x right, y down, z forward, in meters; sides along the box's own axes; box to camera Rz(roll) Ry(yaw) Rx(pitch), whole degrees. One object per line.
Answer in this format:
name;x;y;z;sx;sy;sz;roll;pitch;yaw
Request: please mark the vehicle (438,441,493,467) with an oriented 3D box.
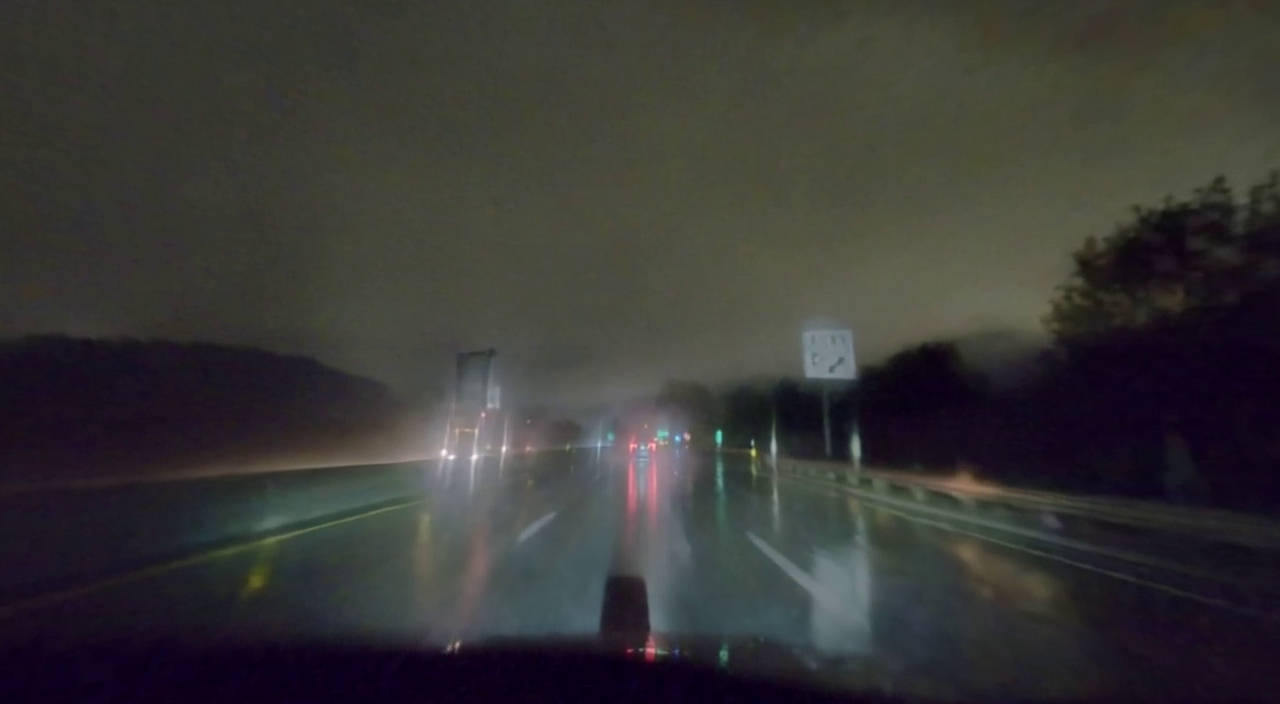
vehicle;-11.013;6.463;40.007;1.973;1.558;4.718;0;-8;2
